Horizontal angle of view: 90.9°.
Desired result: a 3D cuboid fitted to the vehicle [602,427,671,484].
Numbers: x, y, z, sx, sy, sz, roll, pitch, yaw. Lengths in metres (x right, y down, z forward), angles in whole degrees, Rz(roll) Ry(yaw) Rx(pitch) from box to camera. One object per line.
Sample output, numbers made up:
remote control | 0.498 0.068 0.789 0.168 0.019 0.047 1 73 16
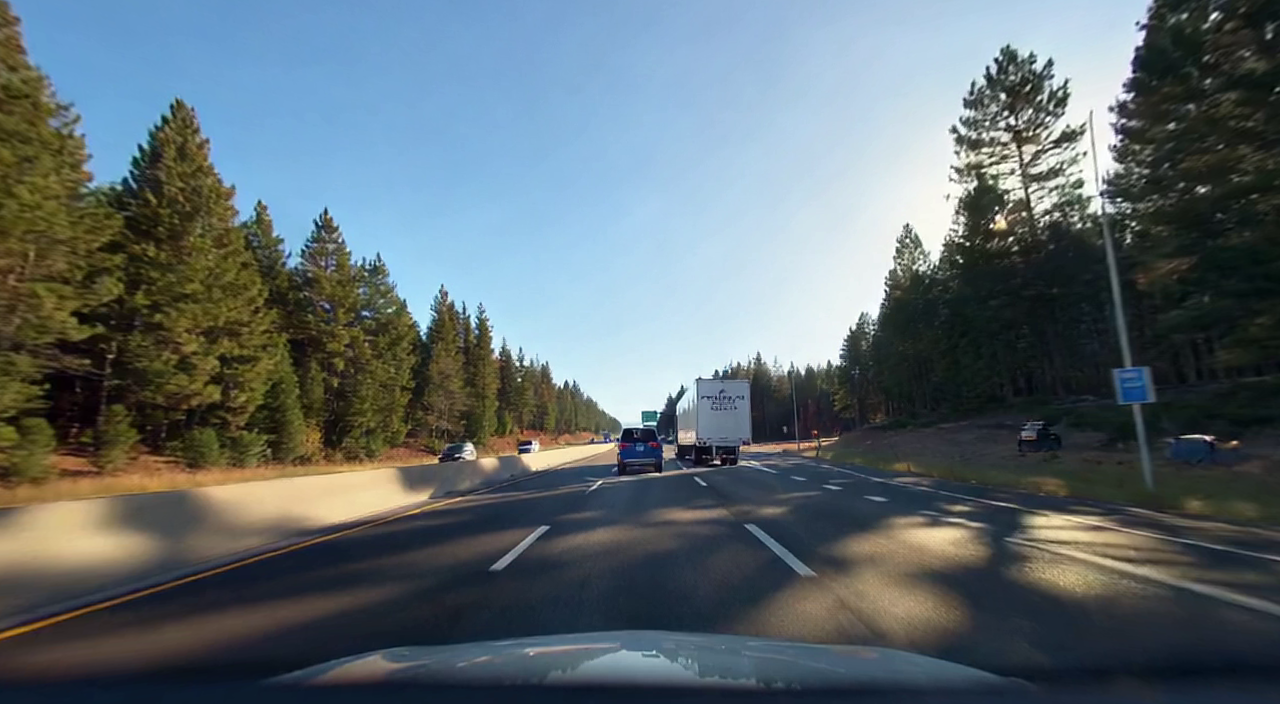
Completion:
vehicle | -0.123 3.710 22.858 2.222 1.848 4.610 0 -8 0

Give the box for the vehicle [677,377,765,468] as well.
vehicle | 4.199 4.442 37.217 2.899 4.160 16.621 0 -8 0

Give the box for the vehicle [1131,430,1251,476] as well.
vehicle | 42.103 7.812 48.225 8.206 3.225 2.732 4 -12 -18
